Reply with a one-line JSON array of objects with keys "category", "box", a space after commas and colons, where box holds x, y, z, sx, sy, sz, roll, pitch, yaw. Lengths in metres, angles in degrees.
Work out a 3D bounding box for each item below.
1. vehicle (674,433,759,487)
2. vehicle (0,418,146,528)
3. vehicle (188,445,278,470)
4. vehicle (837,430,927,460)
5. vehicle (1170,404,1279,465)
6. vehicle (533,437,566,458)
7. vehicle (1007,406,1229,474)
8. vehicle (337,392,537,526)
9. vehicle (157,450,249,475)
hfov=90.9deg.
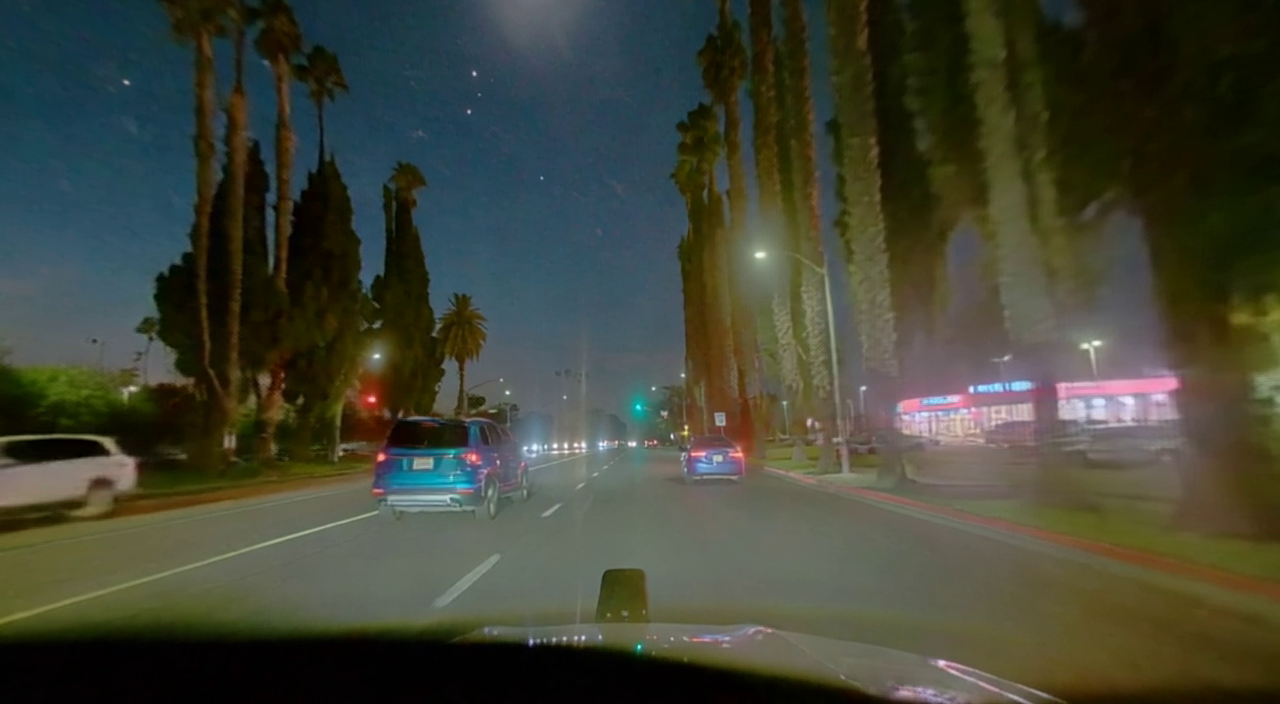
[{"category": "vehicle", "box": [2.234, 3.321, 19.751, 1.919, 1.472, 4.470, 0, -8, -3]}, {"category": "vehicle", "box": [-11.579, 2.015, 10.552, 2.110, 1.790, 5.333, 0, -8, 2]}, {"category": "vehicle", "box": [-27.171, 7.015, 42.150, 4.697, 1.521, 2.017, 8, -11, -43]}, {"category": "vehicle", "box": [12.045, 4.643, 31.568, 1.874, 1.386, 3.745, 6, -10, -36]}, {"category": "vehicle", "box": [18.642, 2.481, 18.776, 4.591, 1.666, 1.901, 2, -9, -15]}, {"category": "vehicle", "box": [-6.573, 6.991, 46.099, 1.751, 1.445, 4.340, 0, -8, 1]}, {"category": "vehicle", "box": [13.198, 2.501, 17.876, 1.887, 1.630, 4.705, 2, -9, -16]}, {"category": "vehicle", "box": [-3.397, 1.924, 11.703, 2.152, 1.987, 4.527, 0, -8, 0]}, {"category": "vehicle", "box": [-26.700, 6.733, 38.560, 2.011, 1.395, 4.238, -8, -11, 44]}]
